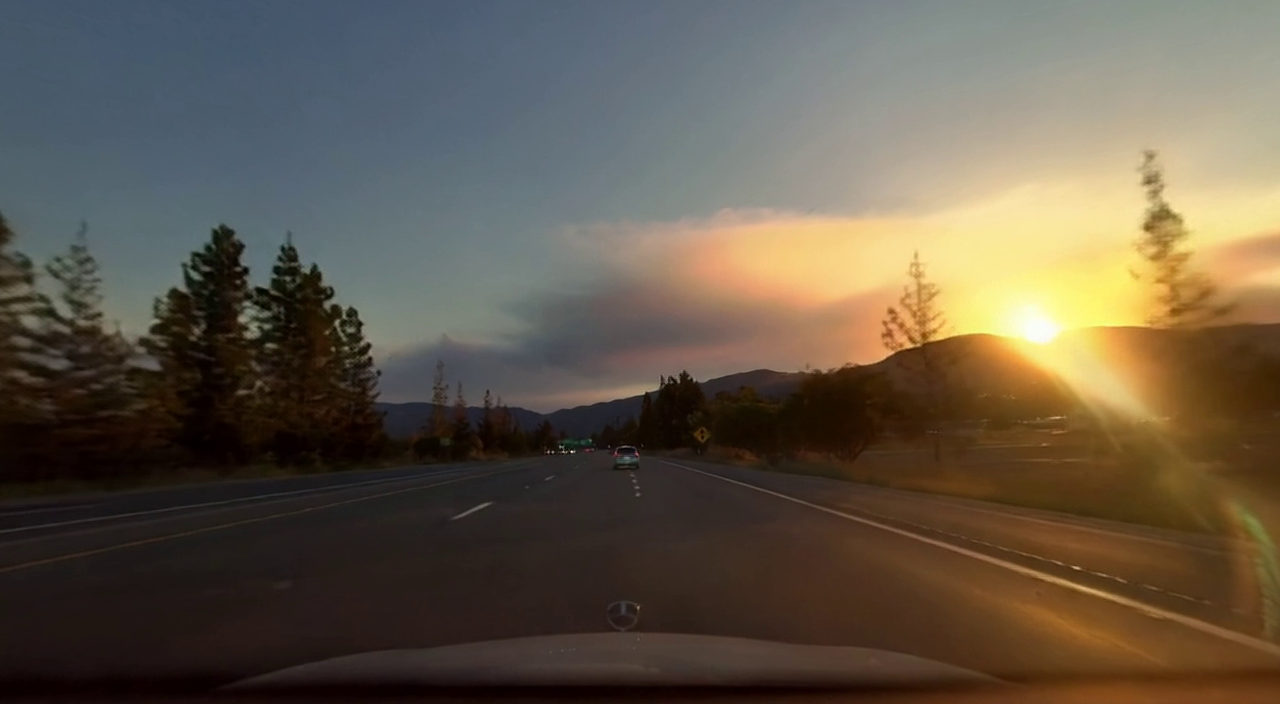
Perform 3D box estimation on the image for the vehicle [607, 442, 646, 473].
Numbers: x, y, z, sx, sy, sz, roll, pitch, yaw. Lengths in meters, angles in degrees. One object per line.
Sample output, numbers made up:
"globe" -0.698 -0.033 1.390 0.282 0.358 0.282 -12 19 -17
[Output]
"vehicle" -0.768 6.146 36.746 2.120 1.715 4.153 0 -9 0
